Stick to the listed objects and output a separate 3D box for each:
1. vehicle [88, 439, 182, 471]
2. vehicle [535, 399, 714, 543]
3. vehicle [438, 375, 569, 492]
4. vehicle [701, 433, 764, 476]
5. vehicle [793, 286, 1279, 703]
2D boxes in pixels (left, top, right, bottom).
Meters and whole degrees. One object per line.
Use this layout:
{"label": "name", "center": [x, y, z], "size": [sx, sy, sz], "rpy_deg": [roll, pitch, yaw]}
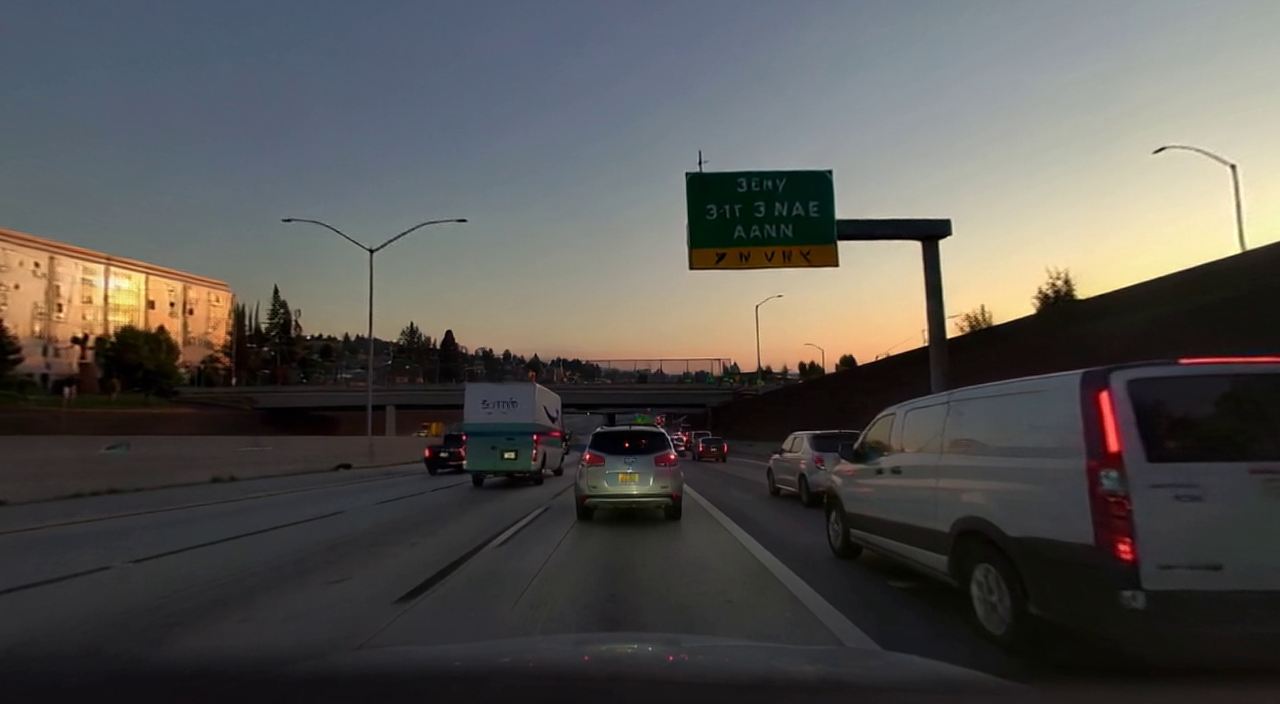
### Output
{"label": "vehicle", "center": [-26.370, 5.384, 33.027], "size": [1.684, 1.517, 3.805], "rpy_deg": [0, -9, 1]}
{"label": "vehicle", "center": [-0.194, 1.861, 10.346], "size": [2.287, 1.823, 4.369], "rpy_deg": [0, -8, 0]}
{"label": "vehicle", "center": [-3.701, 2.483, 18.765], "size": [2.415, 2.821, 6.636], "rpy_deg": [1, -9, 0]}
{"label": "vehicle", "center": [3.941, 4.458, 27.582], "size": [2.064, 1.720, 4.416], "rpy_deg": [0, -8, 0]}
{"label": "vehicle", "center": [3.033, 1.072, 4.839], "size": [2.341, 1.890, 5.144], "rpy_deg": [1, -9, -1]}
